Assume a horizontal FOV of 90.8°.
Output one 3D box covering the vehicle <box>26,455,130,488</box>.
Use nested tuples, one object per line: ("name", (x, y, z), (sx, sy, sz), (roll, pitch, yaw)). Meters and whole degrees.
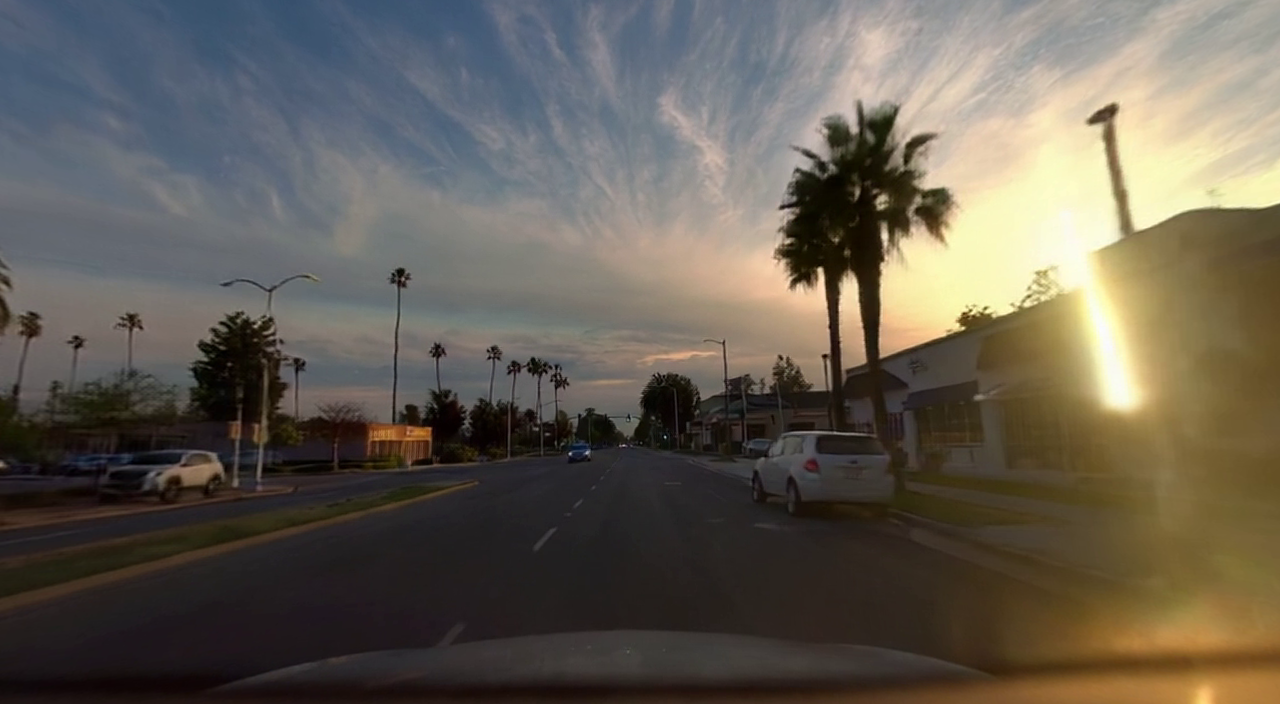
("vehicle", (-37.785, 8.029, 42.567), (4.828, 1.948, 2.094), (-1, -9, -3))

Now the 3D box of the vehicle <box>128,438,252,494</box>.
("vehicle", (-19.456, 4.828, 27.195), (6.167, 2.125, 2.526), (-7, -11, 38))

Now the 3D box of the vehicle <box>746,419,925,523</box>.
("vehicle", (3.701, 2.350, 12.981), (2.138, 1.743, 4.363), (0, -9, -2))
